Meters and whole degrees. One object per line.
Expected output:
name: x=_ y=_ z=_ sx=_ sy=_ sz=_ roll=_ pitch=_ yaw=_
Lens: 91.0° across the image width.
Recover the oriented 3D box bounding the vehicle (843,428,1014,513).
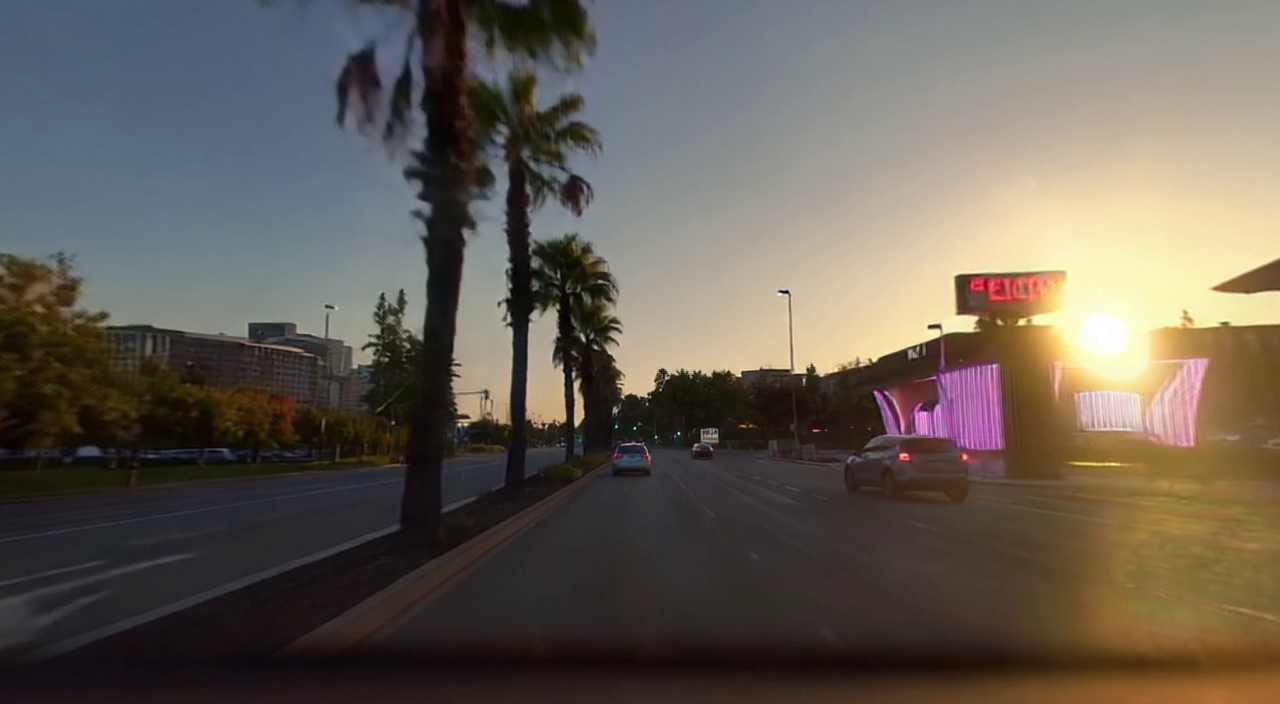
vehicle: x=6.316 y=2.621 z=14.369 sx=1.949 sy=1.647 sz=3.894 roll=0 pitch=-8 yaw=-2

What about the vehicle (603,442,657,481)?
vehicle: x=-0.378 y=4.266 z=24.902 sx=1.970 sy=1.402 sz=3.756 roll=0 pitch=-8 yaw=0
